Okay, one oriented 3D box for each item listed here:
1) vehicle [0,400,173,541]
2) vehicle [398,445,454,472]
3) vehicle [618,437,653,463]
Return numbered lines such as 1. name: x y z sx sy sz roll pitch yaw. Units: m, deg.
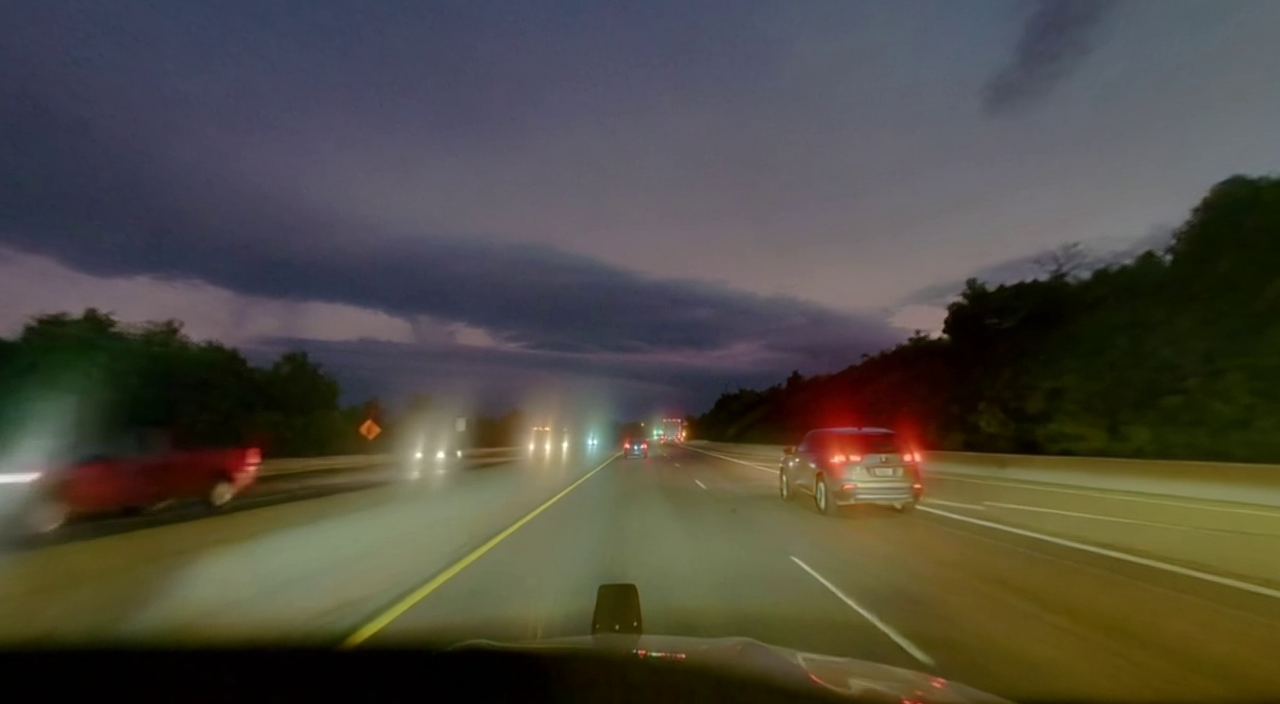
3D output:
1. vehicle: -12.772 2.306 12.385 2.354 2.530 6.137 -1 -8 0
2. vehicle: -12.879 6.407 38.042 1.877 1.490 4.134 -1 -8 1
3. vehicle: -0.301 5.970 38.500 2.004 1.472 4.075 0 -8 -2
